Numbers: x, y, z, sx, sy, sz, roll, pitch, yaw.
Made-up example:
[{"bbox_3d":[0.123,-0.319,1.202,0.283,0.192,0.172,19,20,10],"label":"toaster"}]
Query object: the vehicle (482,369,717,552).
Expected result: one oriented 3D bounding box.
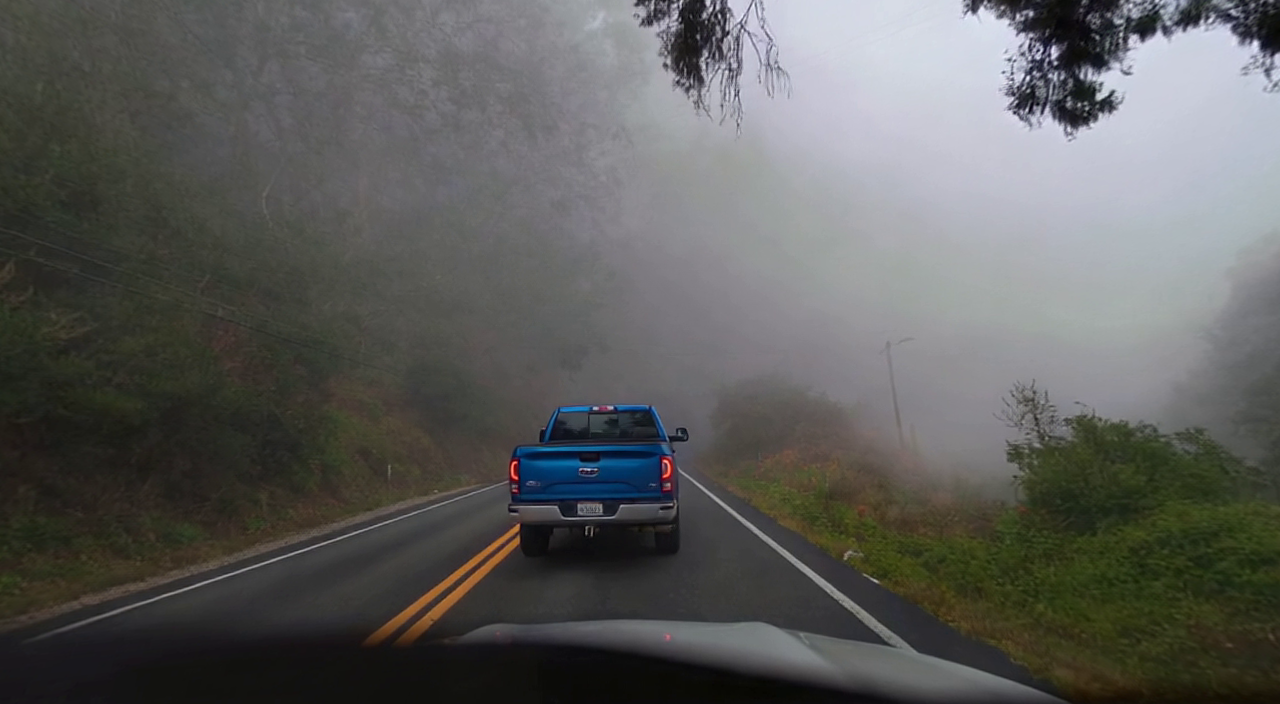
[{"bbox_3d":[-0.533,1.748,10.720,2.837,2.223,5.885,0,-8,-1],"label":"vehicle"}]
